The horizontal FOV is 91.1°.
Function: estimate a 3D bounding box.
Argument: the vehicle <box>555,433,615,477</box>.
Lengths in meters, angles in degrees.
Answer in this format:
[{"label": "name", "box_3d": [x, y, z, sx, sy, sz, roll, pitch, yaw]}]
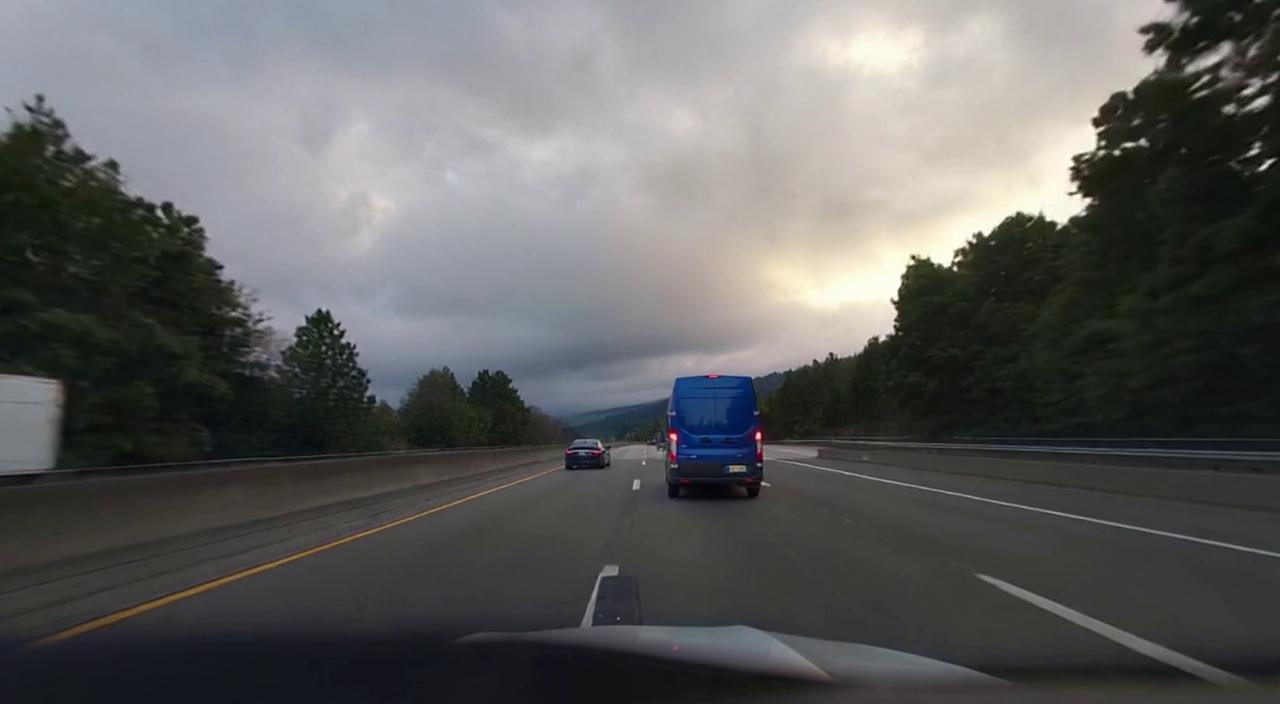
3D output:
[{"label": "vehicle", "box_3d": [-2.052, 3.955, 24.528, 1.900, 1.524, 4.324, 0, -8, 1]}]

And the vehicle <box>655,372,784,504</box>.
[{"label": "vehicle", "box_3d": [1.660, 2.177, 16.095, 2.416, 2.595, 7.243, 0, -8, 1]}]
